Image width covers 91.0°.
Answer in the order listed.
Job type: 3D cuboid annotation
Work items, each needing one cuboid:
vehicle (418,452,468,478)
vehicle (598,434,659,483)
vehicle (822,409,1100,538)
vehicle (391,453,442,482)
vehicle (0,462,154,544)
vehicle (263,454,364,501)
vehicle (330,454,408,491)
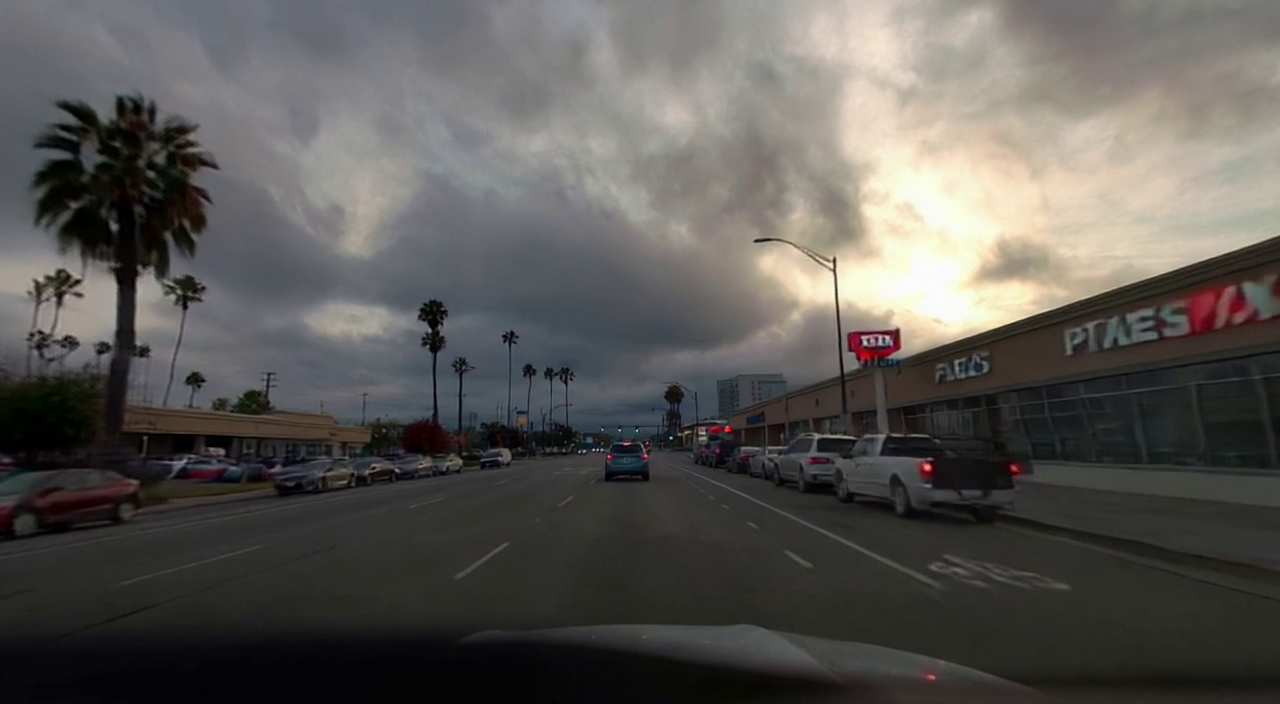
[{"bbox_3d":[-13.324,7.661,42.822,1.914,1.489,4.523,-4,-8,0],"label":"vehicle"},{"bbox_3d":[-0.413,4.212,25.134,2.239,1.763,4.096,0,-8,0],"label":"vehicle"},{"bbox_3d":[5.691,2.265,12.448,2.430,1.924,5.779,0,-8,0],"label":"vehicle"},{"bbox_3d":[-13.255,6.828,37.487,1.774,1.522,3.699,-2,-8,-1],"label":"vehicle"},{"bbox_3d":[-13.268,3.260,13.681,1.968,1.472,4.345,-5,-8,0],"label":"vehicle"},{"bbox_3d":[-13.282,5.086,25.921,1.840,1.521,4.450,-5,-8,-1],"label":"vehicle"},{"bbox_3d":[-13.065,5.829,30.683,1.804,1.441,4.534,-4,-8,0],"label":"vehicle"}]
